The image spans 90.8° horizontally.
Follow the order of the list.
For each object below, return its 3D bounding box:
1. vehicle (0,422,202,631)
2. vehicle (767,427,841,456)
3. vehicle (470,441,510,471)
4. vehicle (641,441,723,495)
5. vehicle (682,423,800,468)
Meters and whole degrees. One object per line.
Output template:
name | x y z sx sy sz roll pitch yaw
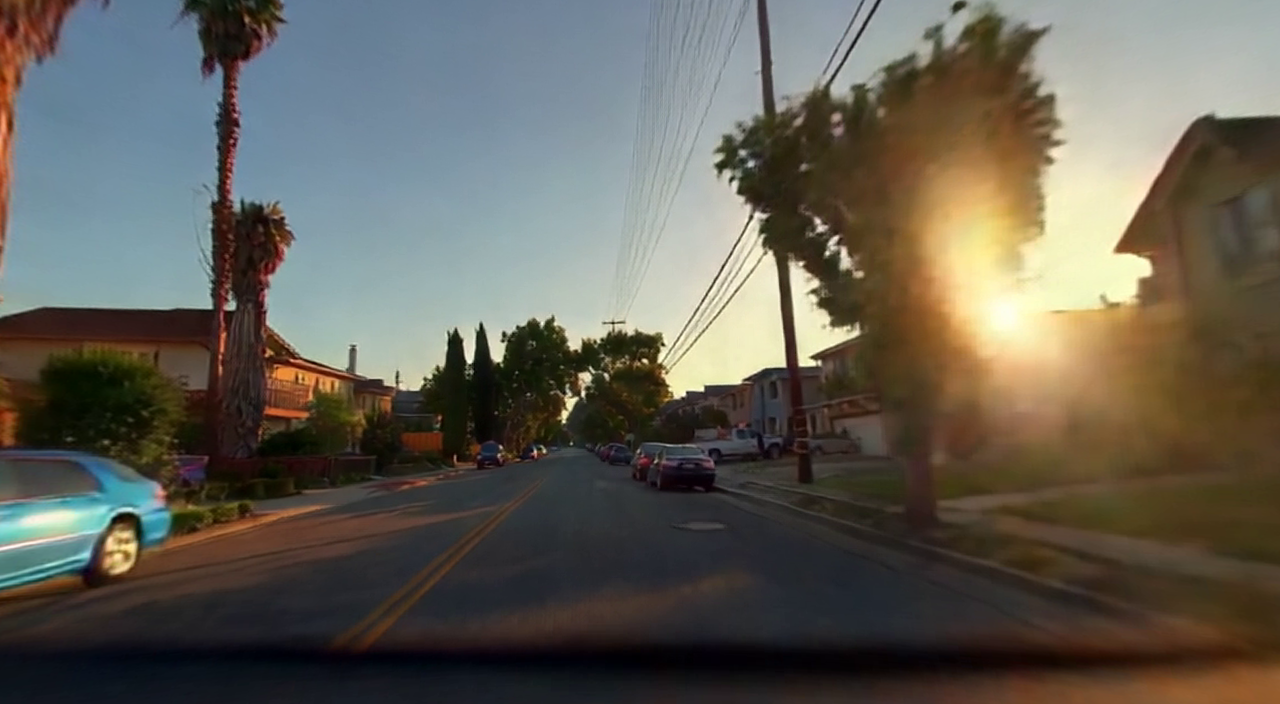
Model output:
vehicle | -6.792 1.611 5.751 2.410 1.790 4.699 -2 -10 -3
vehicle | 10.904 5.980 42.179 4.219 1.693 2.324 4 -8 -5
vehicle | -10.960 7.702 46.413 2.156 1.932 4.518 -2 -11 -4
vehicle | 1.181 3.535 19.642 1.870 1.490 3.802 1 -8 -7
vehicle | 5.349 5.069 34.353 5.900 2.328 2.603 0 -8 -1
